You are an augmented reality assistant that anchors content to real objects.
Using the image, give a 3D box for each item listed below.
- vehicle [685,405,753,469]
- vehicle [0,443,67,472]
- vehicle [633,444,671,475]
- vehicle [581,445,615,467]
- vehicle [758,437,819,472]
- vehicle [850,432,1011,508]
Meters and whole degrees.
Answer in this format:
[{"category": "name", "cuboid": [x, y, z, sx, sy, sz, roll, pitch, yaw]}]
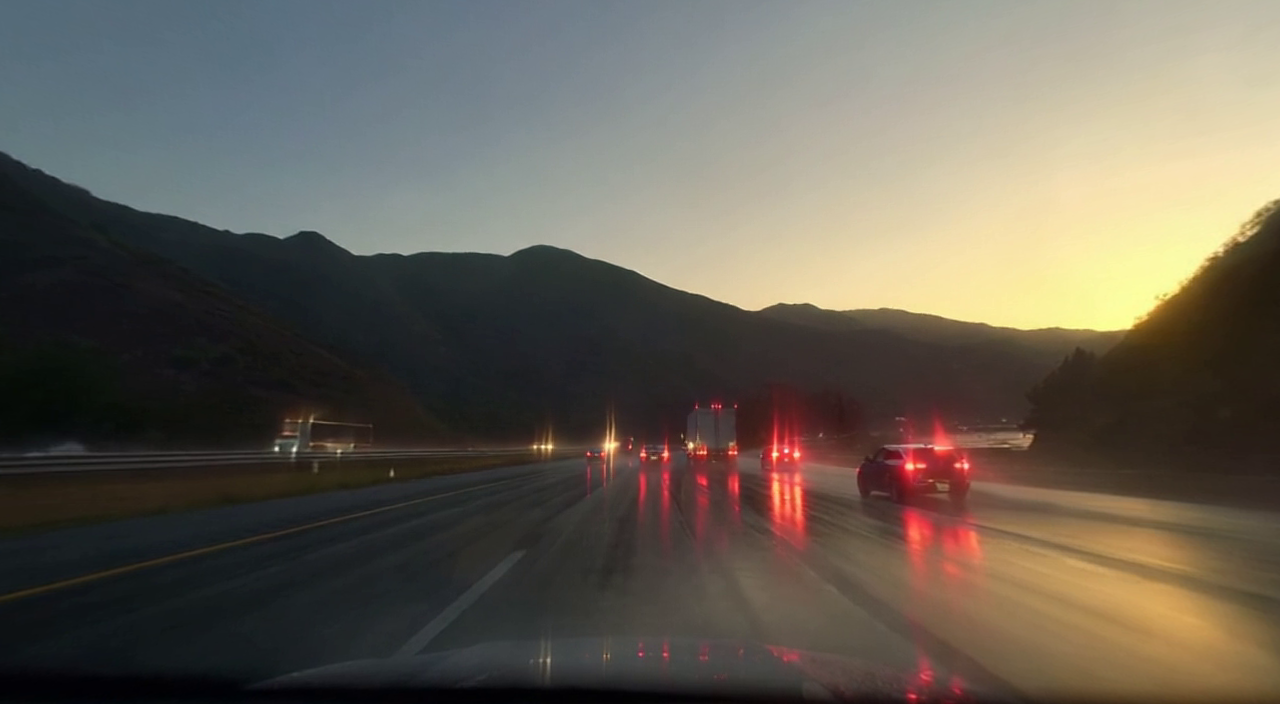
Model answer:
[{"category": "vehicle", "cuboid": [4.878, 5.629, 41.289, 3.130, 3.607, 11.129, 0, -9, 1]}, {"category": "vehicle", "cuboid": [-34.635, 5.812, 34.739, 1.799, 1.525, 4.373, 0, -9, 2]}, {"category": "vehicle", "cuboid": [0.635, 5.632, 33.198, 1.866, 1.492, 3.932, 0, -9, 1]}, {"category": "vehicle", "cuboid": [-3.056, 7.666, 46.667, 2.132, 1.506, 4.256, 0, -9, 1]}, {"category": "vehicle", "cuboid": [8.022, 5.586, 34.474, 2.143, 1.775, 4.729, 0, -9, 0]}, {"category": "vehicle", "cuboid": [7.200, 2.959, 16.247, 2.044, 1.676, 4.421, 0, -9, 0]}]
